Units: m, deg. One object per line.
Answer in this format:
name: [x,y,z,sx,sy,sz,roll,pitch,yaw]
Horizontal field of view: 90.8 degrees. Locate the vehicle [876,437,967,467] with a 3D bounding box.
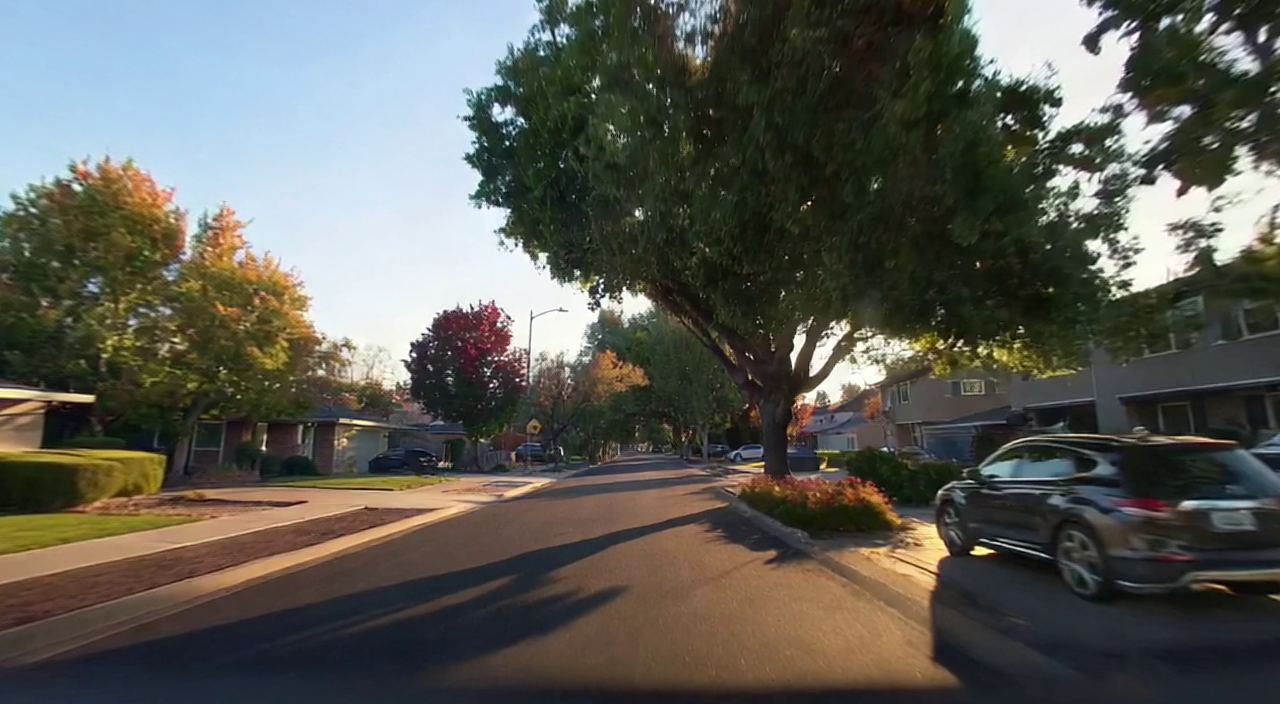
vehicle: [16.820,5.951,37.867,4.495,1.724,1.943,0,-8,-3]

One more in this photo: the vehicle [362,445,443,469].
vehicle: [-14.089,6.244,37.630,4.138,1.355,1.808,0,-8,0]

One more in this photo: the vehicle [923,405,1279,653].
vehicle: [4.843,1.516,6.500,1.948,1.686,4.224,0,-8,1]
